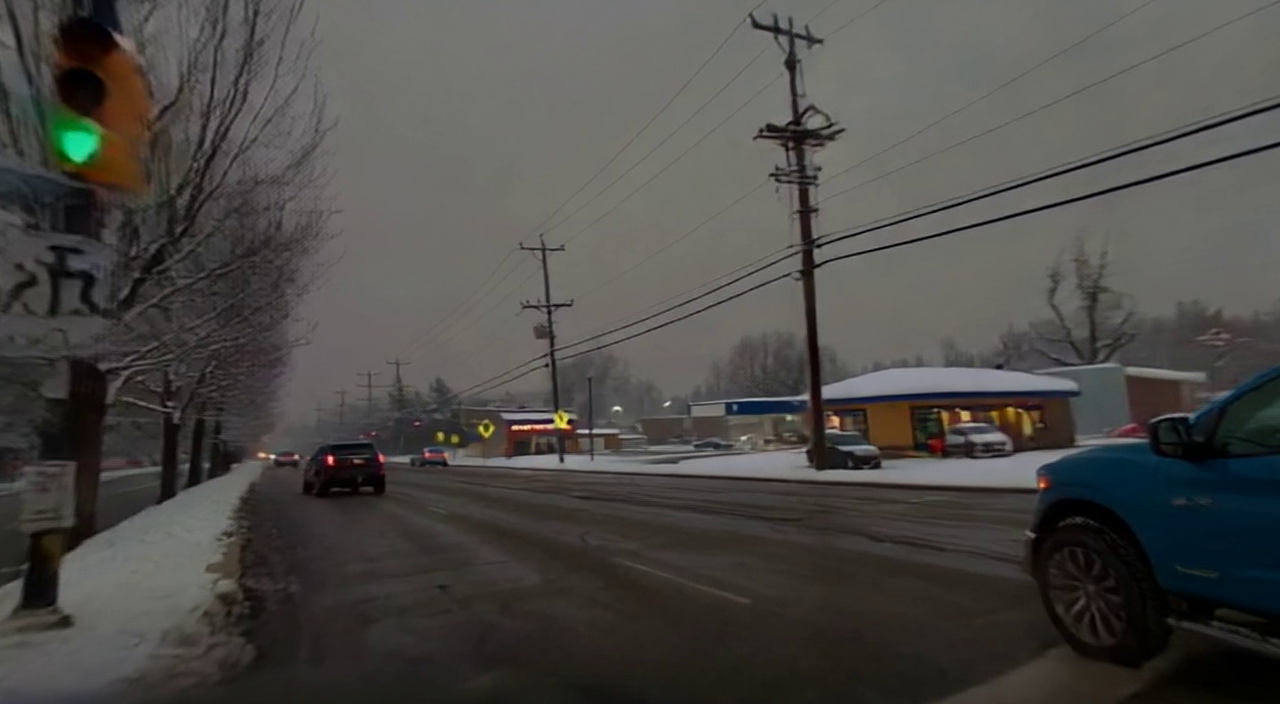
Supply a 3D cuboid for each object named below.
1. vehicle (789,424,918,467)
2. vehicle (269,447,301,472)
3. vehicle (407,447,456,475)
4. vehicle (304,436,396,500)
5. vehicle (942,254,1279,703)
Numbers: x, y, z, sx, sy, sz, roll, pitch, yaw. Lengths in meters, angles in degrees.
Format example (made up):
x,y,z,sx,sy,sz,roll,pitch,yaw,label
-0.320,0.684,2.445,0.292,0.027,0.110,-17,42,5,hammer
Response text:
x,y,z,sx,sy,sz,roll,pitch,yaw,label
8.644,3.752,25.574,4.661,1.480,1.913,0,-8,-19,vehicle
-26.491,7.983,46.946,1.921,1.725,4.498,4,-9,-30,vehicle
-12.193,6.275,36.699,1.760,1.481,4.161,4,-9,-31,vehicle
-9.926,3.814,21.338,2.141,1.842,4.889,4,-9,-32,vehicle
3.257,0.490,1.558,2.036,1.818,5.192,0,-8,-6,vehicle
